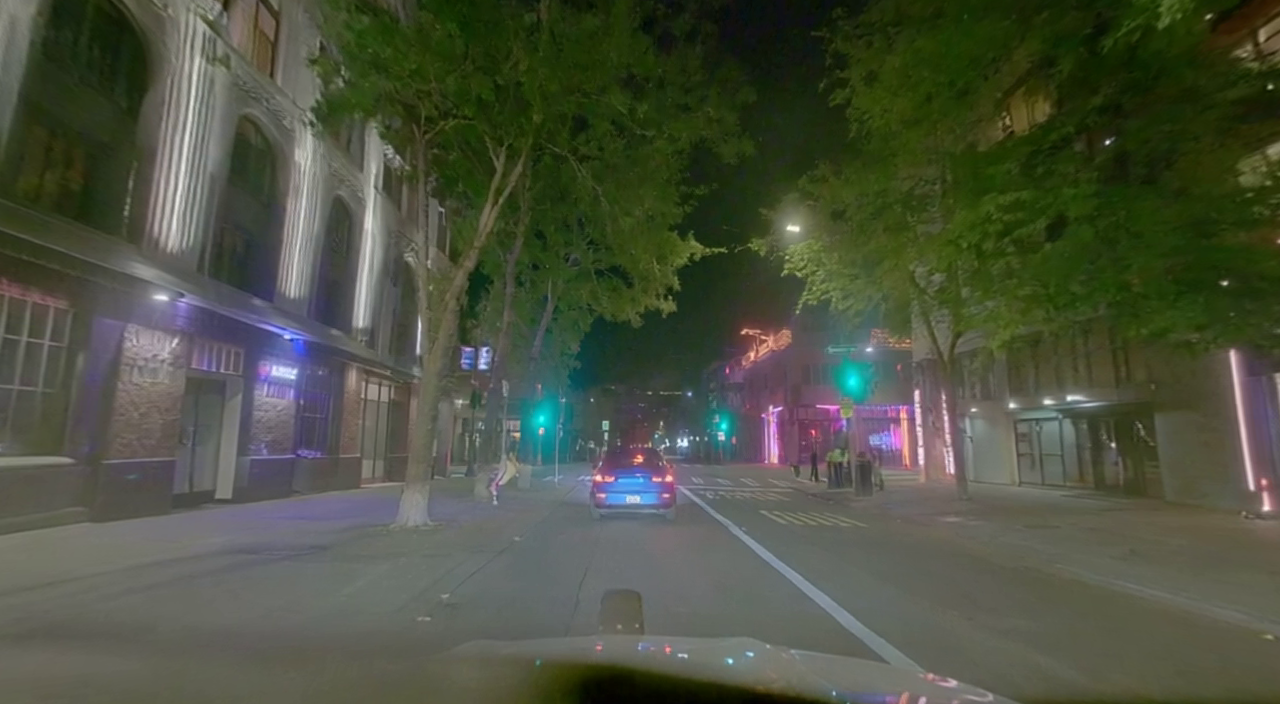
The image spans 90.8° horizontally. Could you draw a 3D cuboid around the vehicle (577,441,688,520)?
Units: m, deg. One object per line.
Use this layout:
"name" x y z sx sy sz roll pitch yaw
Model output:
"vehicle" -0.160 2.776 14.268 2.106 1.482 4.459 0 -9 0
